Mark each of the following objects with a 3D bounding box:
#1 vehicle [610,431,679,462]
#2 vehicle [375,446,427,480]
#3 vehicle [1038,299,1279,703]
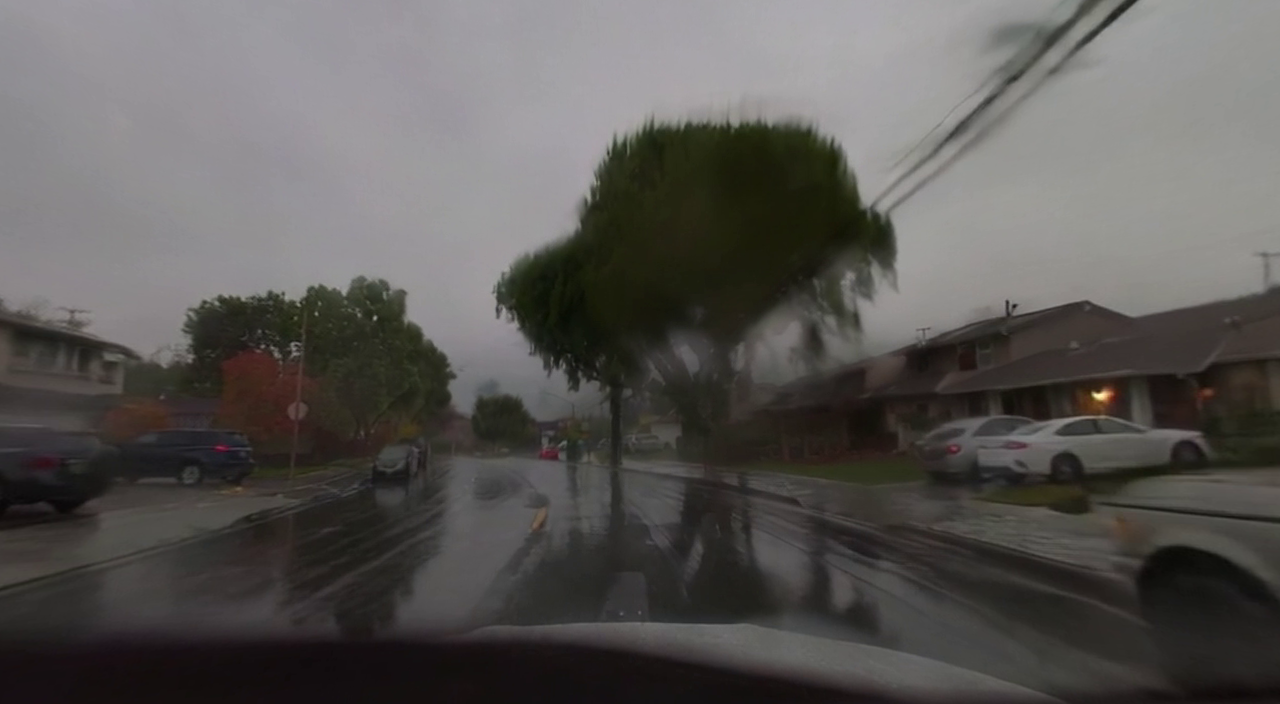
[{"bbox_3d":[0.331,7.215,48.399,5.011,1.782,2.115,-5,-6,0],"label":"vehicle"},{"bbox_3d":[-11.455,5.312,30.552,1.902,1.434,4.313,1,-8,-15],"label":"vehicle"},{"bbox_3d":[3.797,0.642,1.698,2.214,1.962,4.733,0,-8,-2],"label":"vehicle"}]
